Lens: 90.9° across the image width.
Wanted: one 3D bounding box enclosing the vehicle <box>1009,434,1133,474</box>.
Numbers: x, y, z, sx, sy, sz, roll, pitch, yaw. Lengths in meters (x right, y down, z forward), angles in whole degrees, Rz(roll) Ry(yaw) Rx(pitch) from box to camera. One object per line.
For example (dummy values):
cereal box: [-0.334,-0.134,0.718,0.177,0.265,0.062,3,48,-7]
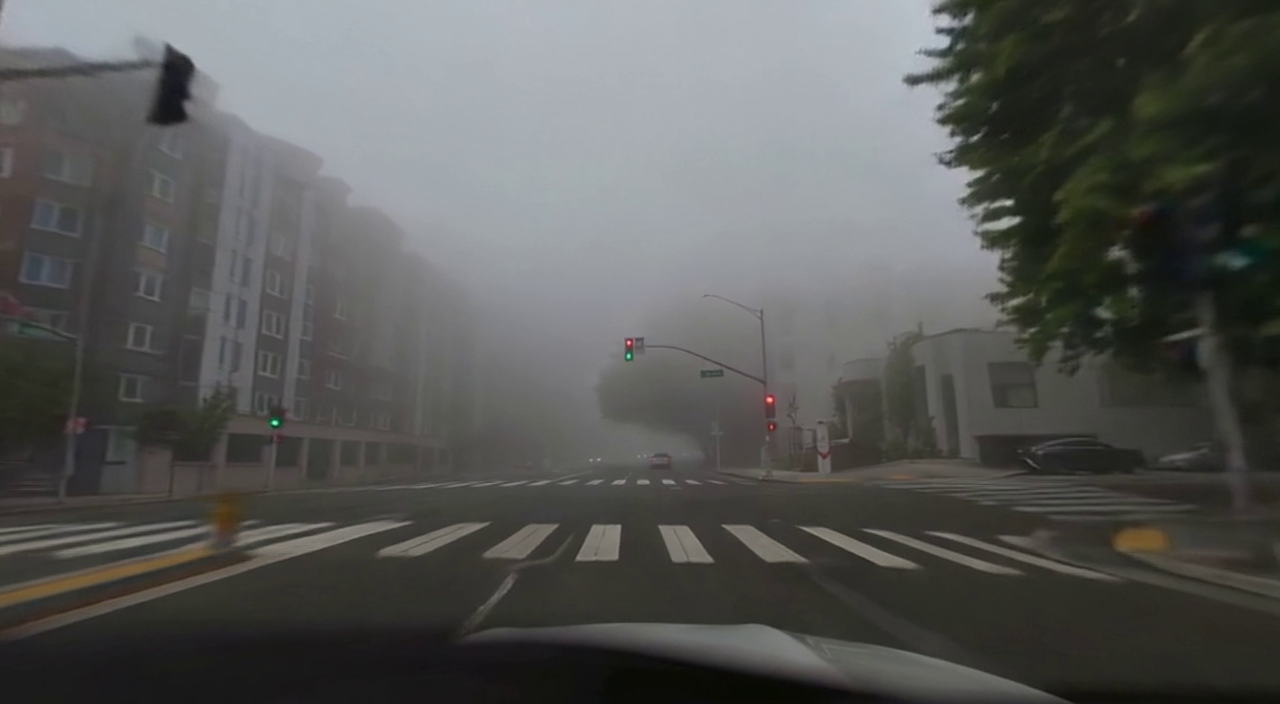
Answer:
vehicle: [18.555,4.404,27.266,4.009,1.620,1.882,0,-9,-4]
